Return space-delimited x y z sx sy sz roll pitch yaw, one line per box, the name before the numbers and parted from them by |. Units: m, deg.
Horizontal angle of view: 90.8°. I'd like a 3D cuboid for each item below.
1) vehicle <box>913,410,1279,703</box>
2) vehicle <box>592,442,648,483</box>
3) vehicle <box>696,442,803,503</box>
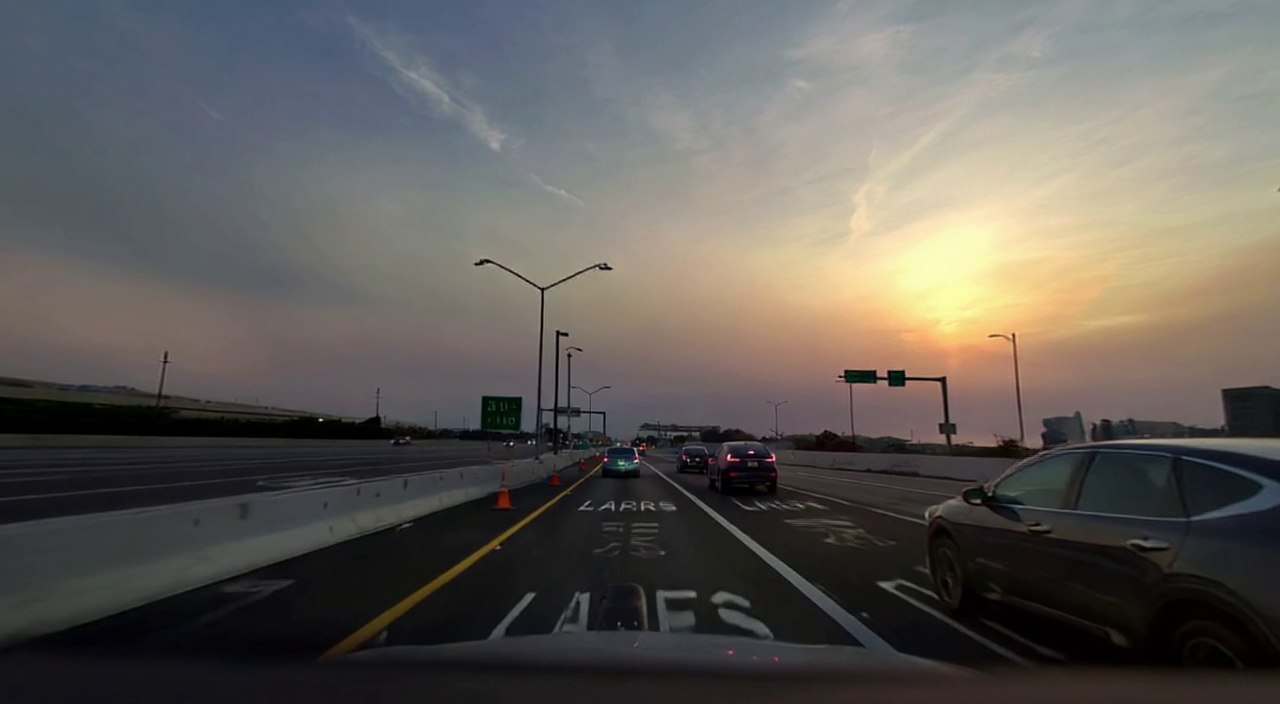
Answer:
vehicle | 3.233 1.041 2.906 1.996 1.455 4.281 0 -9 -1
vehicle | -0.773 4.399 25.426 2.069 1.470 4.004 0 -9 -1
vehicle | 2.831 3.232 17.449 2.042 1.460 4.451 0 -9 -2
